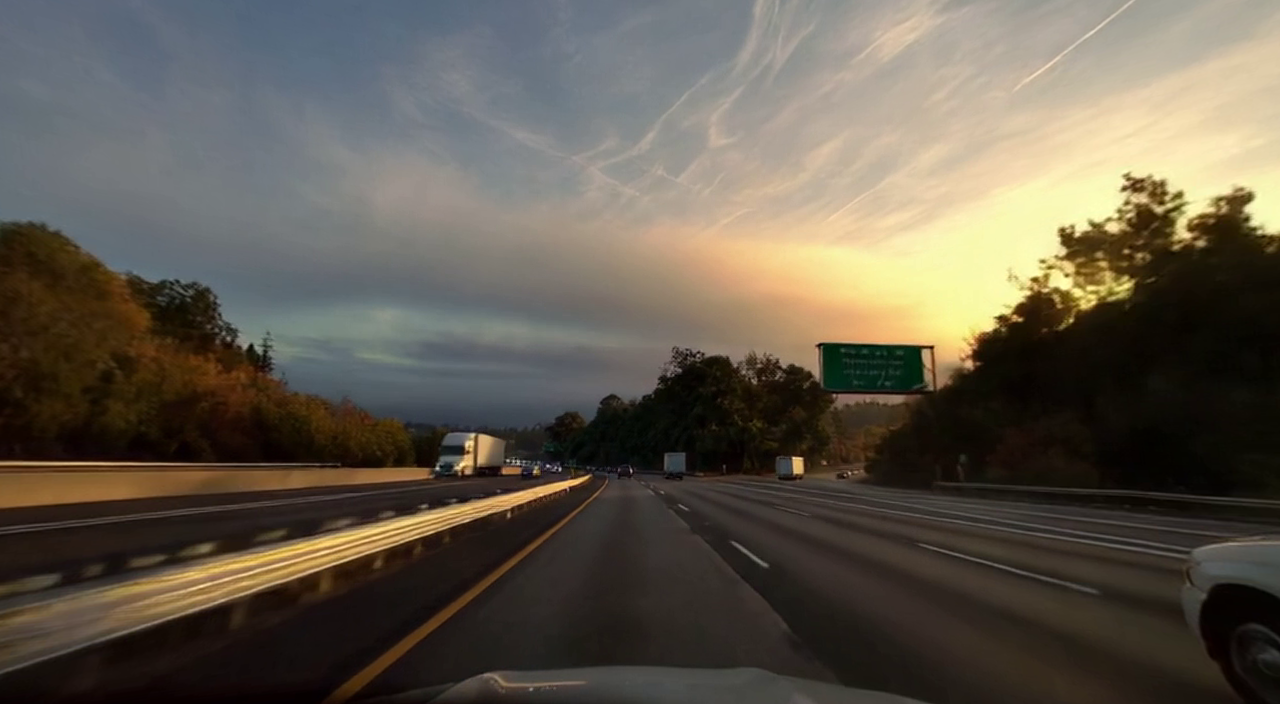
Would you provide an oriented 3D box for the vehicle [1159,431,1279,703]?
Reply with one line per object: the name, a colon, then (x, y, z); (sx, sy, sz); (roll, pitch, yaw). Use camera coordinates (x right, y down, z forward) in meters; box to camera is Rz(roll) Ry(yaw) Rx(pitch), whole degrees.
vehicle: (4.025, 0.837, 1.265); (1.965, 1.502, 4.599); (1, -10, -1)
